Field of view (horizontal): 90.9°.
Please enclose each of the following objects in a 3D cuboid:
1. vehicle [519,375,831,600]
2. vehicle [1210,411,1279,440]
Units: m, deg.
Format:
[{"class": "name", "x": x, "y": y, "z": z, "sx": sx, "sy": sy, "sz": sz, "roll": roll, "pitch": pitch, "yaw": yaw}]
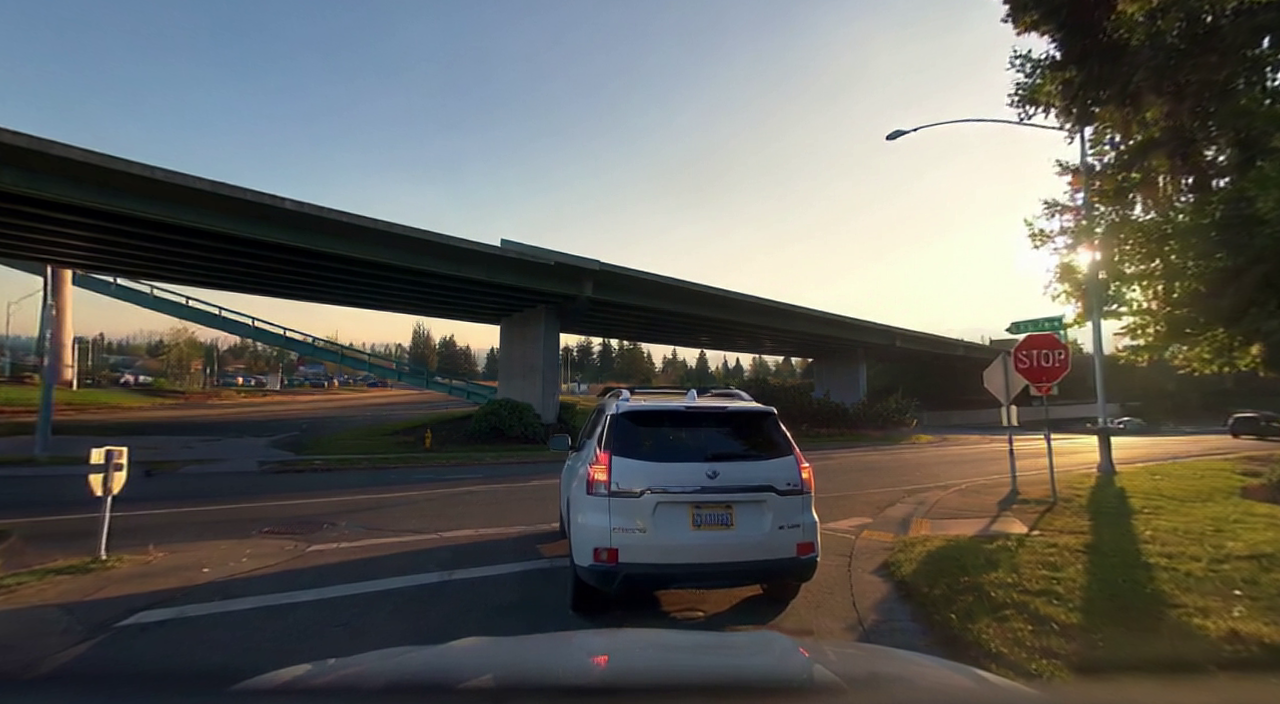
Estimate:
[{"class": "vehicle", "x": 0.316, "y": 1.416, "z": 7.333, "sx": 2.494, "sy": 1.804, "sz": 4.336, "roll": 0, "pitch": -9, "yaw": 1}, {"class": "vehicle", "x": 39.336, "y": 4.783, "z": 40.735, "sx": 4.413, "sy": 1.717, "sz": 2.073, "roll": 4, "pitch": -10, "yaw": -26}]
